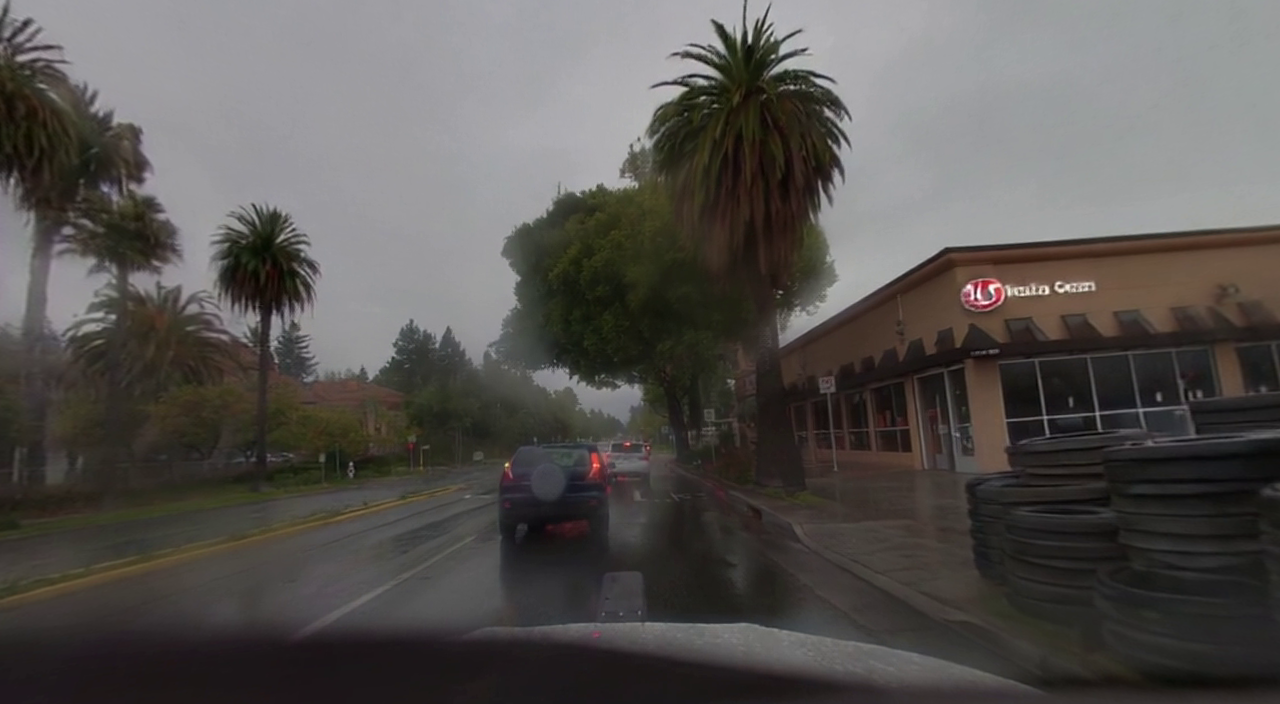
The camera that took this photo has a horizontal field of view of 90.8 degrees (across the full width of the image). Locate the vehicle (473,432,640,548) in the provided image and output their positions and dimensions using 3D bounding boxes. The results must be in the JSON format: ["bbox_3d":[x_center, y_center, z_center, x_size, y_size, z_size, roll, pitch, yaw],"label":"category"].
[{"bbox_3d":[-1.099,2.103,10.302,2.169,1.495,4.048,0,-8,0],"label":"vehicle"}]
